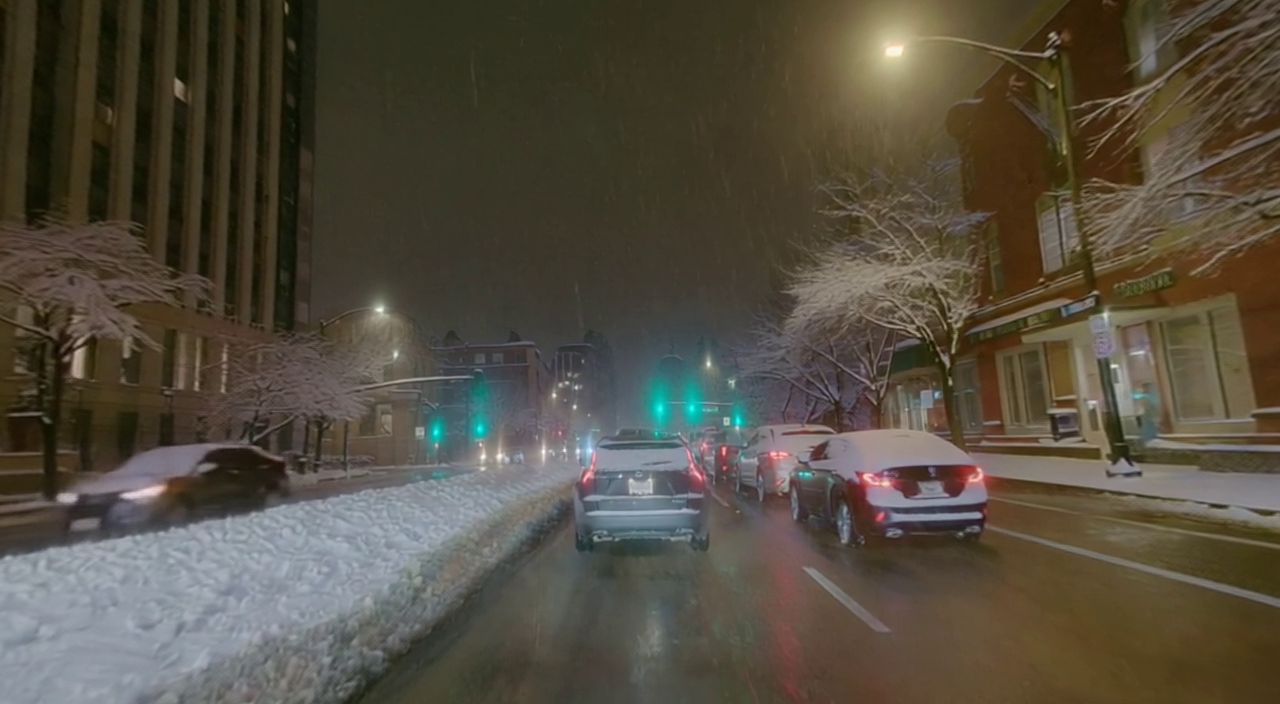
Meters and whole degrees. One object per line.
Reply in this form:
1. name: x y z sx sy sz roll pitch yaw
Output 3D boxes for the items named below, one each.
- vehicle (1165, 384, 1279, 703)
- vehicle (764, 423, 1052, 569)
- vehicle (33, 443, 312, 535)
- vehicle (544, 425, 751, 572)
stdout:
1. vehicle: 3.210 0.577 0.256 1.982 1.491 4.664 0 -8 0
2. vehicle: 3.228 1.824 8.859 1.995 1.483 4.533 0 -8 -1
3. vehicle: -9.184 2.682 13.175 2.000 1.519 4.964 0 -8 0
4. vehicle: 0.034 1.799 8.570 2.105 1.474 4.127 0 -8 -1
